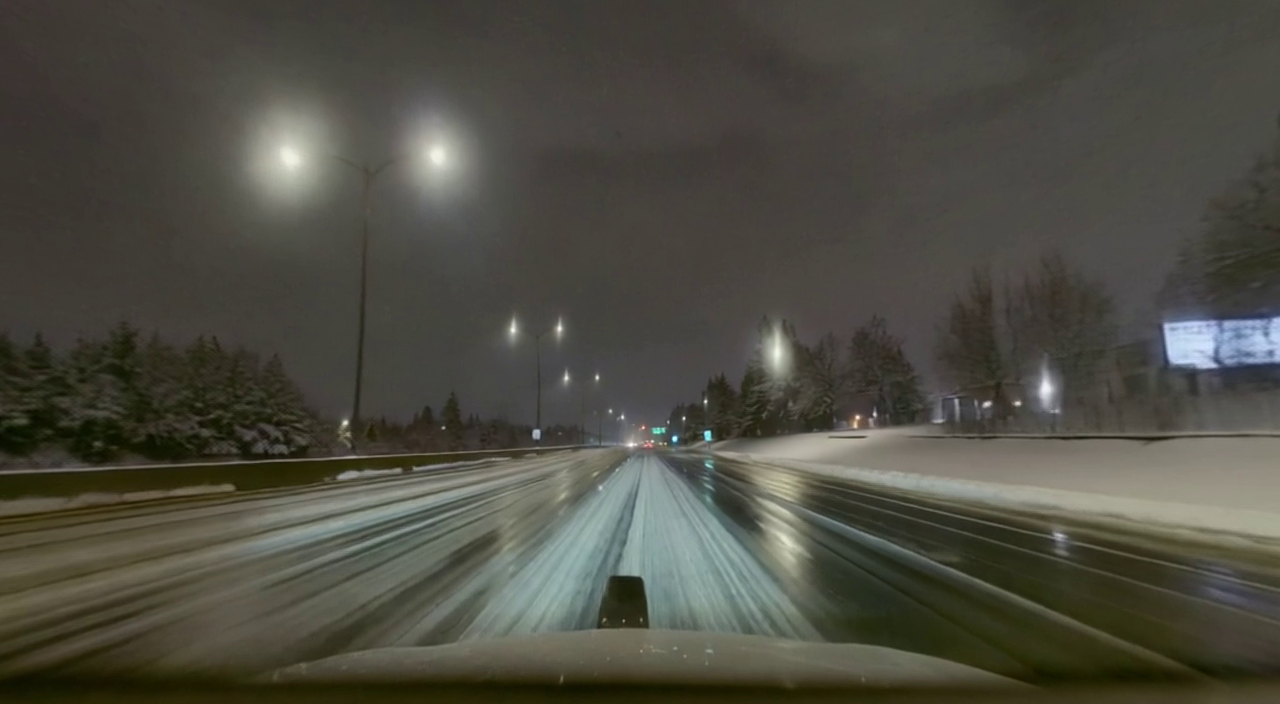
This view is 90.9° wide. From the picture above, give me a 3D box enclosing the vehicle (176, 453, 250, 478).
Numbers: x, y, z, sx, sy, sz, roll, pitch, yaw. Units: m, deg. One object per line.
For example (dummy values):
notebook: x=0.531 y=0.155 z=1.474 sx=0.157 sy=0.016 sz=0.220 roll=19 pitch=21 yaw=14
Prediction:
vehicle: x=-27.917 y=7.403 z=41.432 sx=1.769 sy=1.485 sz=4.336 roll=0 pitch=-8 yaw=1
